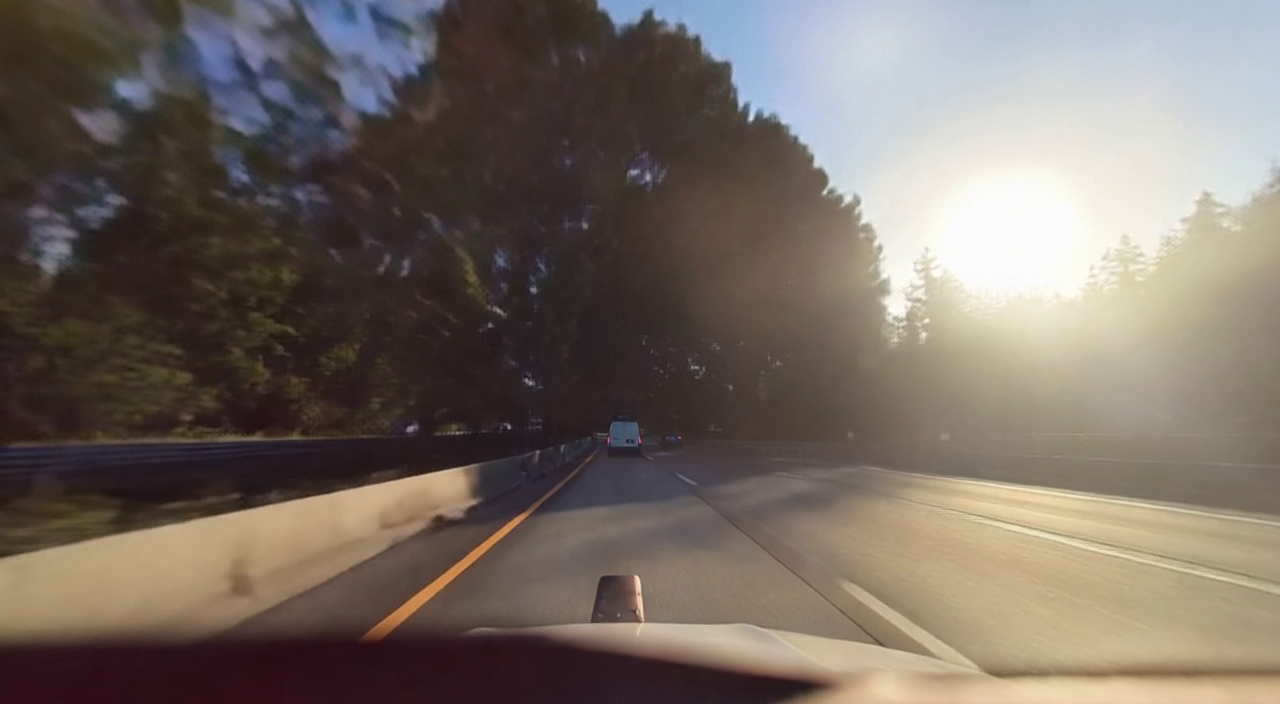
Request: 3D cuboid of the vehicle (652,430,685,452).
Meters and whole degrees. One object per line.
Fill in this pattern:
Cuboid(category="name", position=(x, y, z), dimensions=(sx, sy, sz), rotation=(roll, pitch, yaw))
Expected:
Cuboid(category="vehicle", position=(2.079, 6.618, 47.019), dimensions=(1.996, 1.589, 3.715), rotation=(1, -8, -4))

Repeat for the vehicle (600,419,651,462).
Cuboid(category="vehicle", position=(-0.789, 4.468, 31.809), dimensions=(2.403, 1.994, 4.683), rotation=(0, -8, -3))
